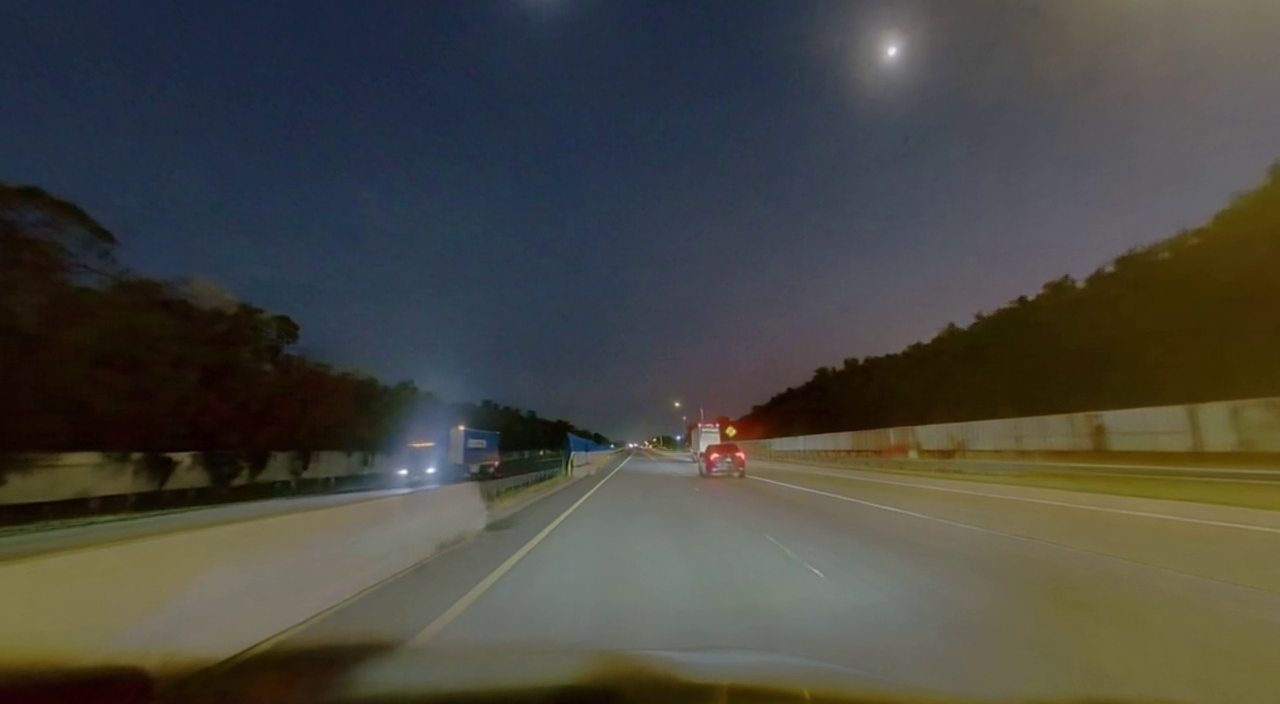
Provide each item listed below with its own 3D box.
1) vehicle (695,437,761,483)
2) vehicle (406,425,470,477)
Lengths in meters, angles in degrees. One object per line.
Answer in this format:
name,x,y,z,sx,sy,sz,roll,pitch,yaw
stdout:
vehicle,3.583,4.517,26.469,2.093,1.742,4.167,0,-9,-1
vehicle,-15.752,7.755,49.595,3.060,3.798,5.974,0,-9,-1
